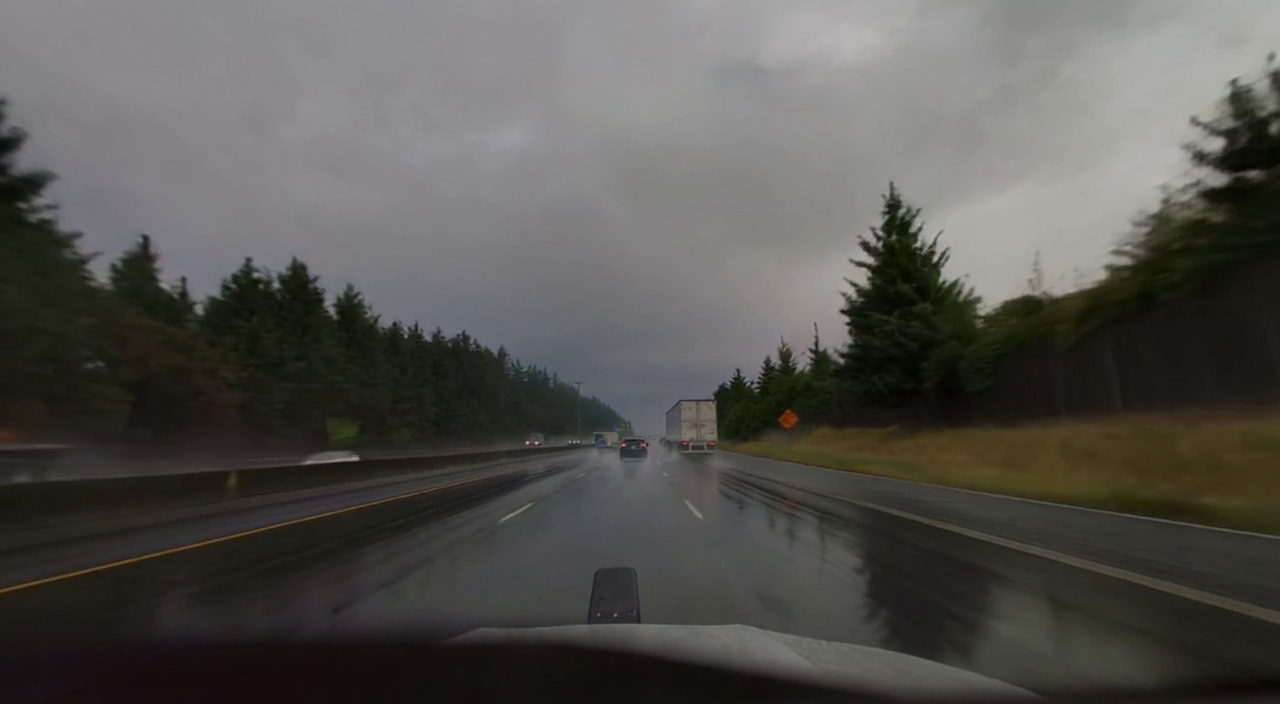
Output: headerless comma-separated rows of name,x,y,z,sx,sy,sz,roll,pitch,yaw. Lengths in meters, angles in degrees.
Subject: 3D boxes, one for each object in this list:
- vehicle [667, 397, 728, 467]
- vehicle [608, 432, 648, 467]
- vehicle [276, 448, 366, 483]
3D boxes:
vehicle,3.713,5.813,44.738,3.005,4.121,14.417,-1,-8,0
vehicle,-0.648,5.814,37.568,2.211,1.933,4.315,-1,-8,1
vehicle,-15.777,5.594,31.420,2.024,1.541,4.590,-1,-8,1
